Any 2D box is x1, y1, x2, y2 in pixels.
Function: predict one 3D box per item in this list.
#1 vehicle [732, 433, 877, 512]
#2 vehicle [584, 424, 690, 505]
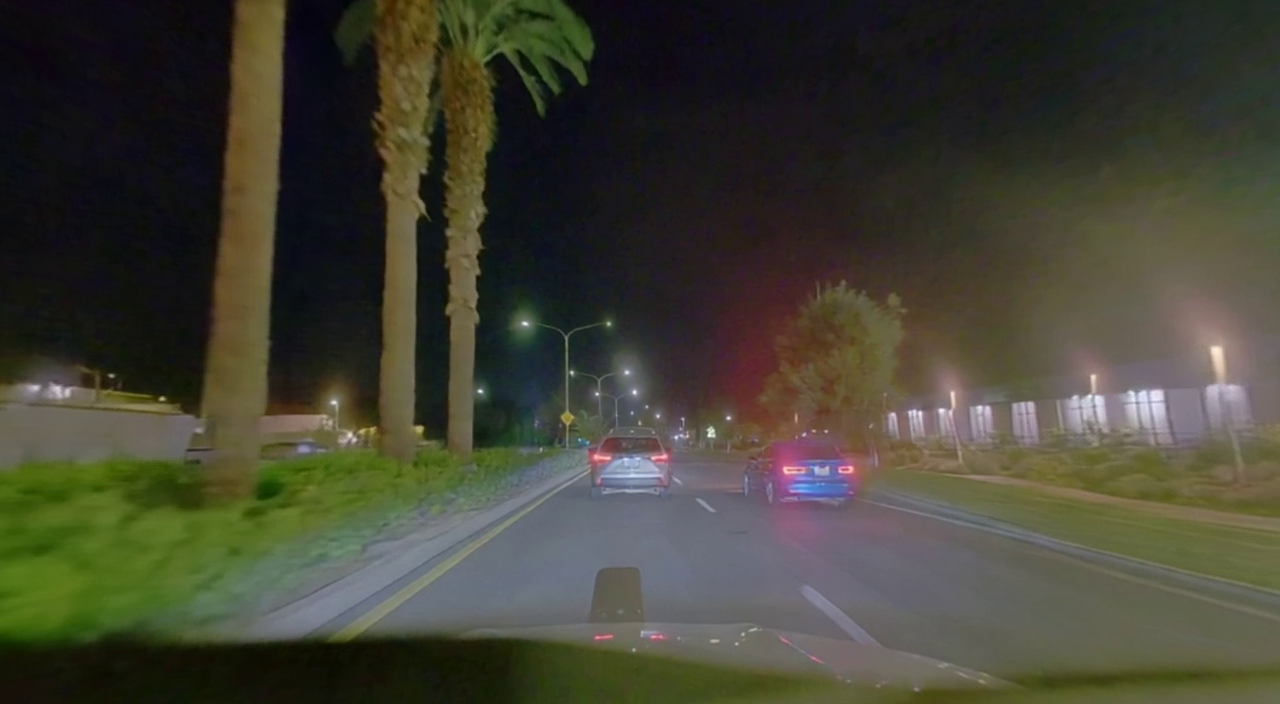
[{"bbox_3d":[3.471,2.629,14.343,1.941,1.472,4.570,0,-8,-2],"label":"vehicle"},{"bbox_3d":[-0.097,2.689,15.534,2.239,1.693,4.301,0,-8,-1],"label":"vehicle"}]
